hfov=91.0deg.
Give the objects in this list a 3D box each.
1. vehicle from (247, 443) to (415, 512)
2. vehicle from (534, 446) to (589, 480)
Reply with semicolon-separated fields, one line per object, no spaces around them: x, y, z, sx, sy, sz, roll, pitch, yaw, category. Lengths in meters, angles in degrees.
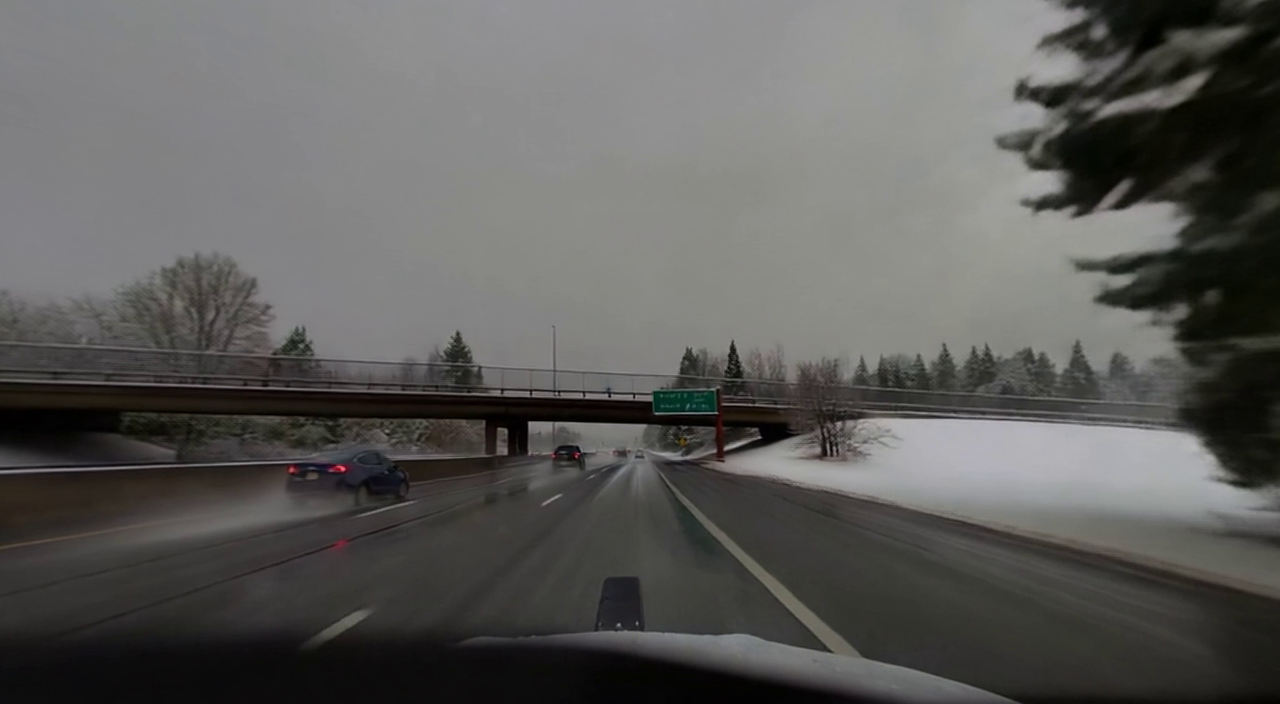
-7.729;3.169;16.391;2.002;1.507;4.631;0;-9;0;vehicle
-3.857;5.575;31.874;2.102;1.571;4.666;0;-9;1;vehicle
